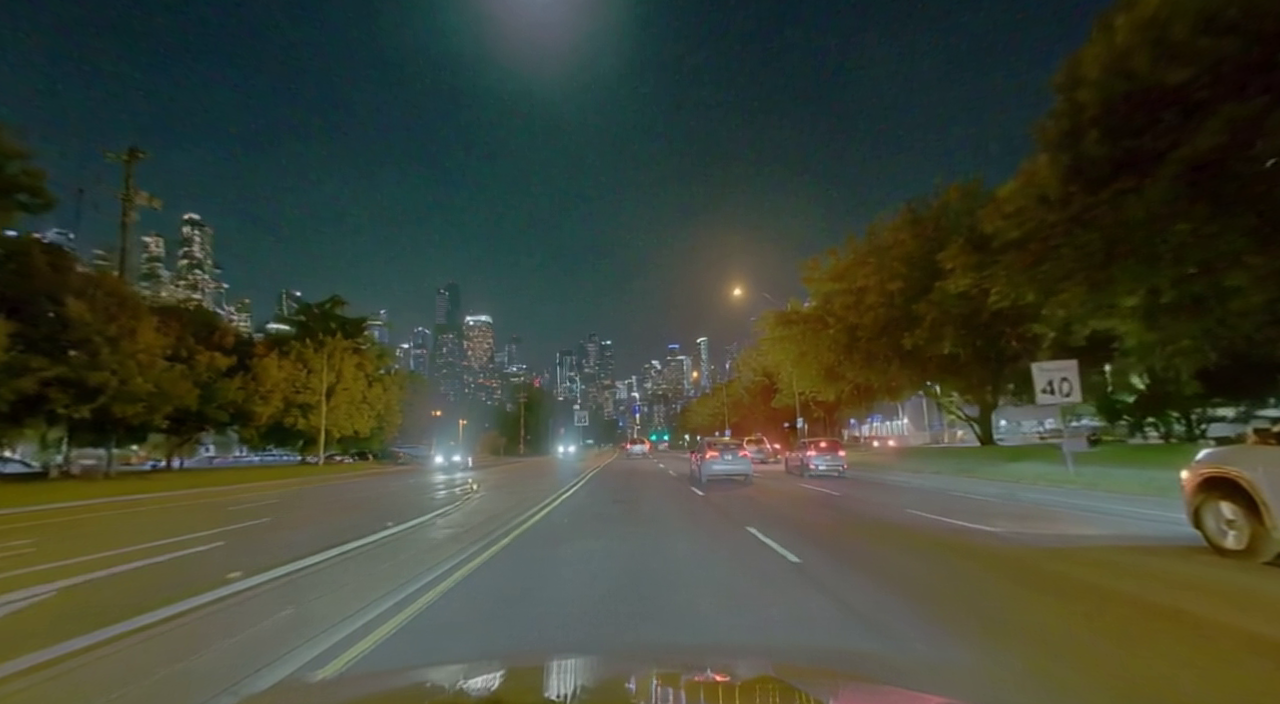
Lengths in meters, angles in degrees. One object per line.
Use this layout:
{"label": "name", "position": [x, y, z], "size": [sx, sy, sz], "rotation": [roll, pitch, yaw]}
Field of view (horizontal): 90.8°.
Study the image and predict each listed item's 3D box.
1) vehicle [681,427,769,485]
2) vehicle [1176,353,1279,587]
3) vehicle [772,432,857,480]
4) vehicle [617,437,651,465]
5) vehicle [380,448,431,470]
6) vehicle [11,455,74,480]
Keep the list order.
{"label": "vehicle", "position": [2.786, 3.560, 21.886], "size": [2.227, 1.794, 4.457], "rotation": [0, -8, -2]}
{"label": "vehicle", "position": [7.173, 0.816, 3.974], "size": [2.429, 2.142, 5.731], "rotation": [0, -8, -1]}
{"label": "vehicle", "position": [6.676, 4.023, 24.693], "size": [2.025, 1.719, 4.161], "rotation": [0, -8, -1]}
{"label": "vehicle", "position": [-0.384, 6.408, 41.132], "size": [2.132, 1.693, 3.819], "rotation": [0, -8, -1]}
{"label": "vehicle", "position": [-18.305, 8.368, 49.624], "size": [2.129, 1.531, 4.696], "rotation": [0, -8, 1]}
{"label": "vehicle", "position": [-44.526, 8.571, 47.208], "size": [1.896, 1.725, 4.611], "rotation": [3, -9, -24]}
